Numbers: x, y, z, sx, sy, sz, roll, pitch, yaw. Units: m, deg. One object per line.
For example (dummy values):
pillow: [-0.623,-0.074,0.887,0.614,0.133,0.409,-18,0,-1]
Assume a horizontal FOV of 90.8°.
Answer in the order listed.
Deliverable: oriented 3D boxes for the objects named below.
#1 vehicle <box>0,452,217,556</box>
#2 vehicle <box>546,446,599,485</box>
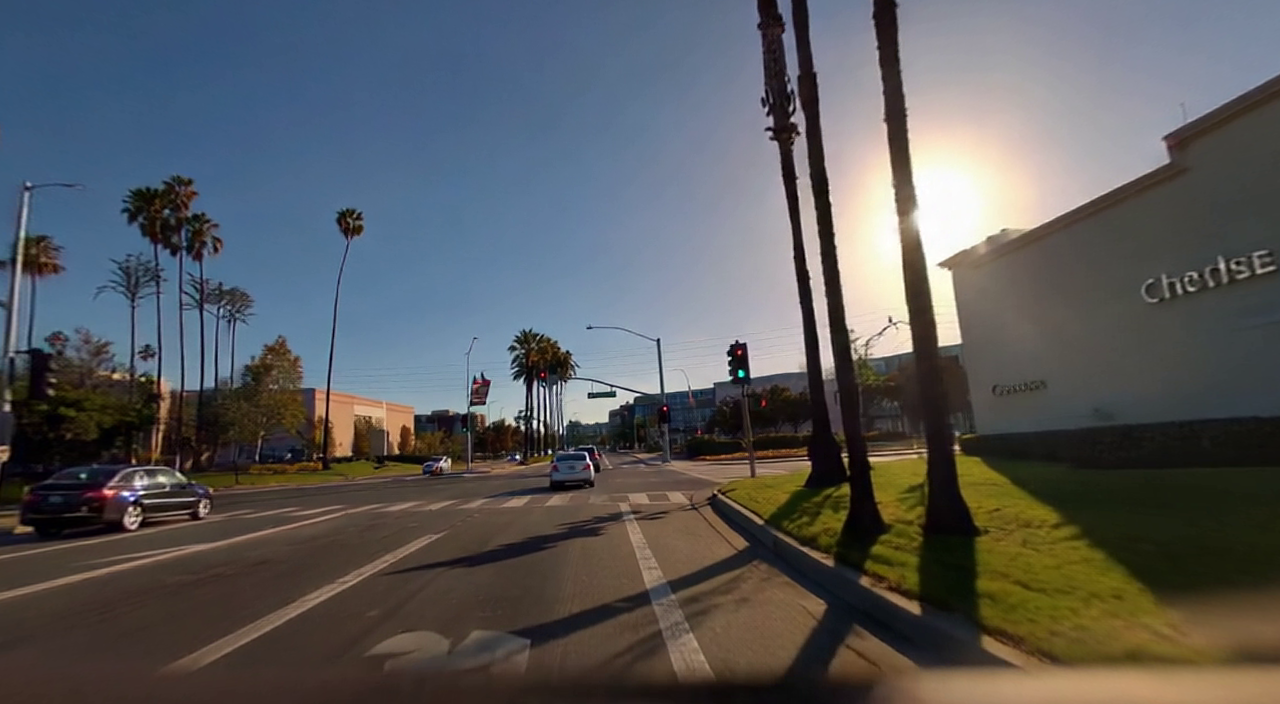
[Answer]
vehicle: [-11.945,3.163,13.969,2.050,1.811,4.752,0,-8,-3]
vehicle: [-2.769,4.761,26.813,2.063,1.474,4.334,0,-8,-3]
